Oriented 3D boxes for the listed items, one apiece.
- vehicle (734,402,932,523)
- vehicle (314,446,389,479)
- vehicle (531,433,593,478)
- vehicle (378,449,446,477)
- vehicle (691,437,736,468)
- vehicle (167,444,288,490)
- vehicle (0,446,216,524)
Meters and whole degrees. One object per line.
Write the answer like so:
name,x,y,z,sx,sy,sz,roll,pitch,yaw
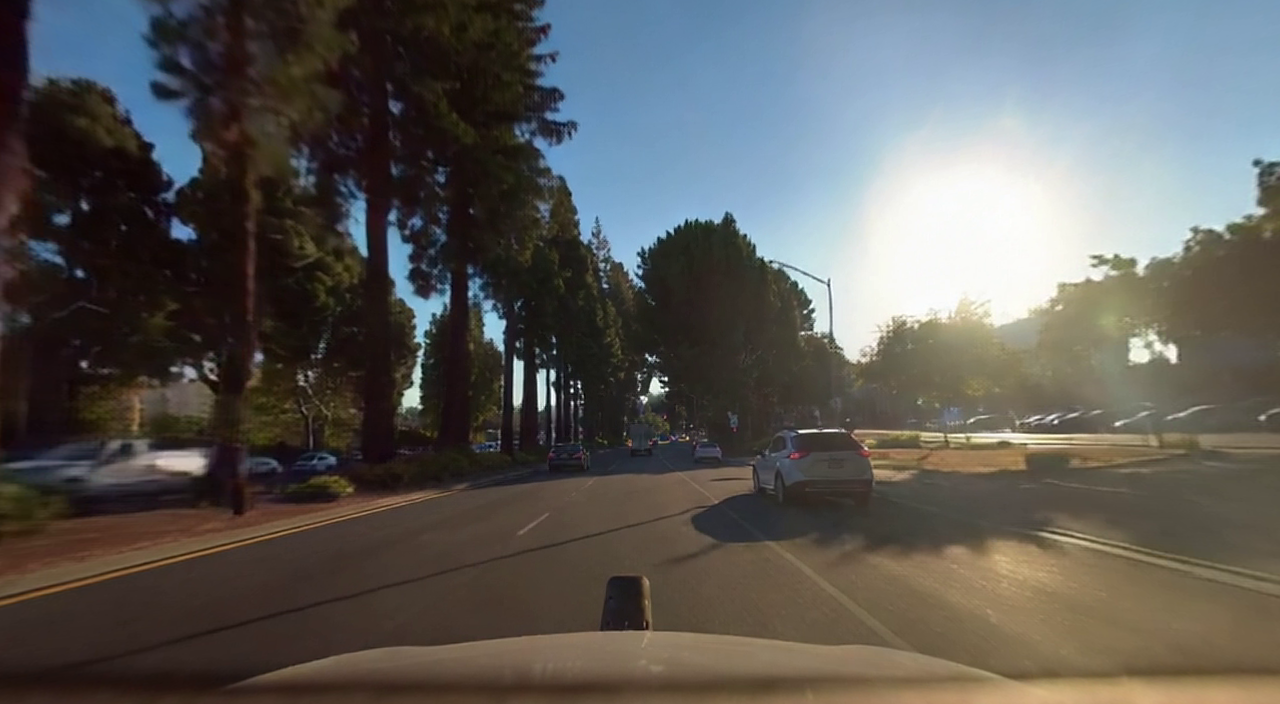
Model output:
vehicle,3.689,2.292,13.628,2.381,2.008,5.971,0,-8,0
vehicle,-17.034,6.539,37.551,1.965,1.780,5.122,0,-8,2
vehicle,-3.589,4.901,30.099,2.255,1.940,4.822,0,-8,1
vehicle,-13.683,6.652,38.196,2.142,1.528,4.804,-1,-8,2
vehicle,4.435,6.150,38.563,2.280,1.757,4.572,0,-8,1
vehicle,-20.909,5.815,32.358,2.353,2.119,5.625,0,-8,0
vehicle,-13.154,3.141,15.629,1.989,1.584,5.018,0,-8,-3
